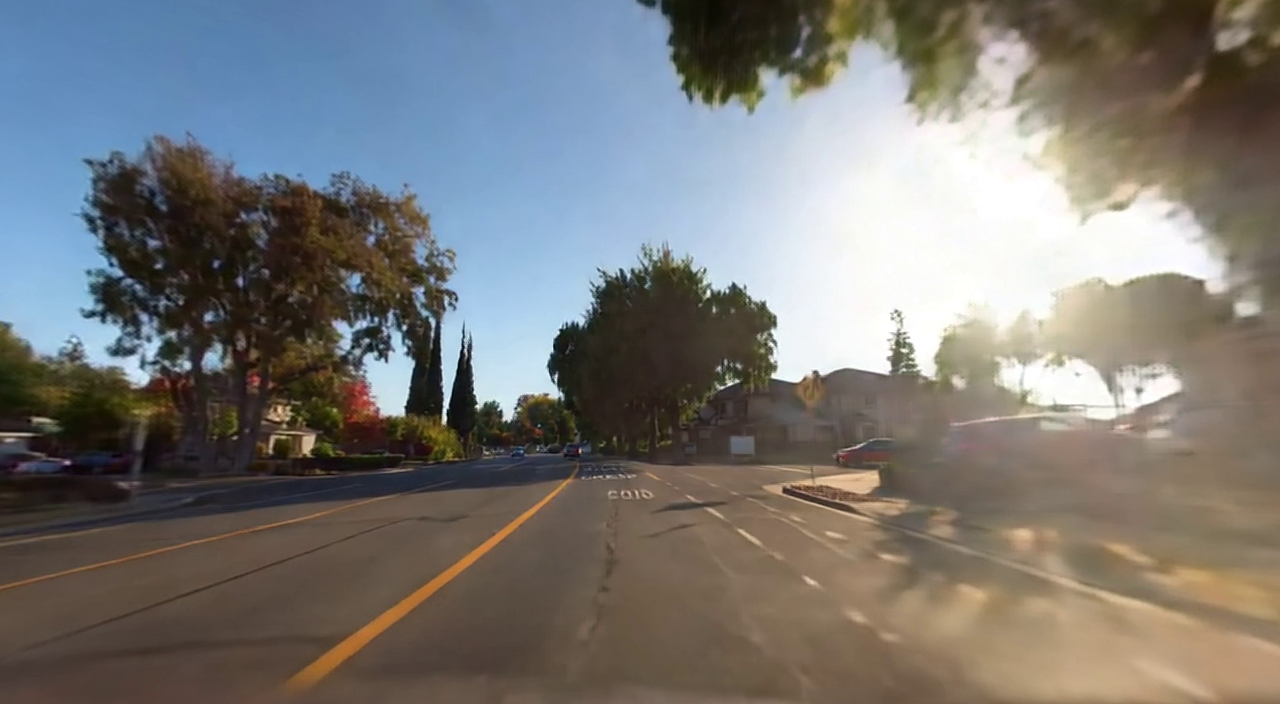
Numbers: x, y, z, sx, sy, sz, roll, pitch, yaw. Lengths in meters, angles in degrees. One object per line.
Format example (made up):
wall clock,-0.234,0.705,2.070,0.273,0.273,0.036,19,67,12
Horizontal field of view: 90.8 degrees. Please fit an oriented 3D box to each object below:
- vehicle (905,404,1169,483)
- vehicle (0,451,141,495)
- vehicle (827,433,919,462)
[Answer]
vehicle,11.291,2.667,18.380,5.949,2.092,2.570,1,-9,-2
vehicle,-26.000,5.395,28.364,5.067,1.792,2.217,2,-9,-9
vehicle,13.872,5.739,37.841,4.702,1.661,1.977,0,-8,0
